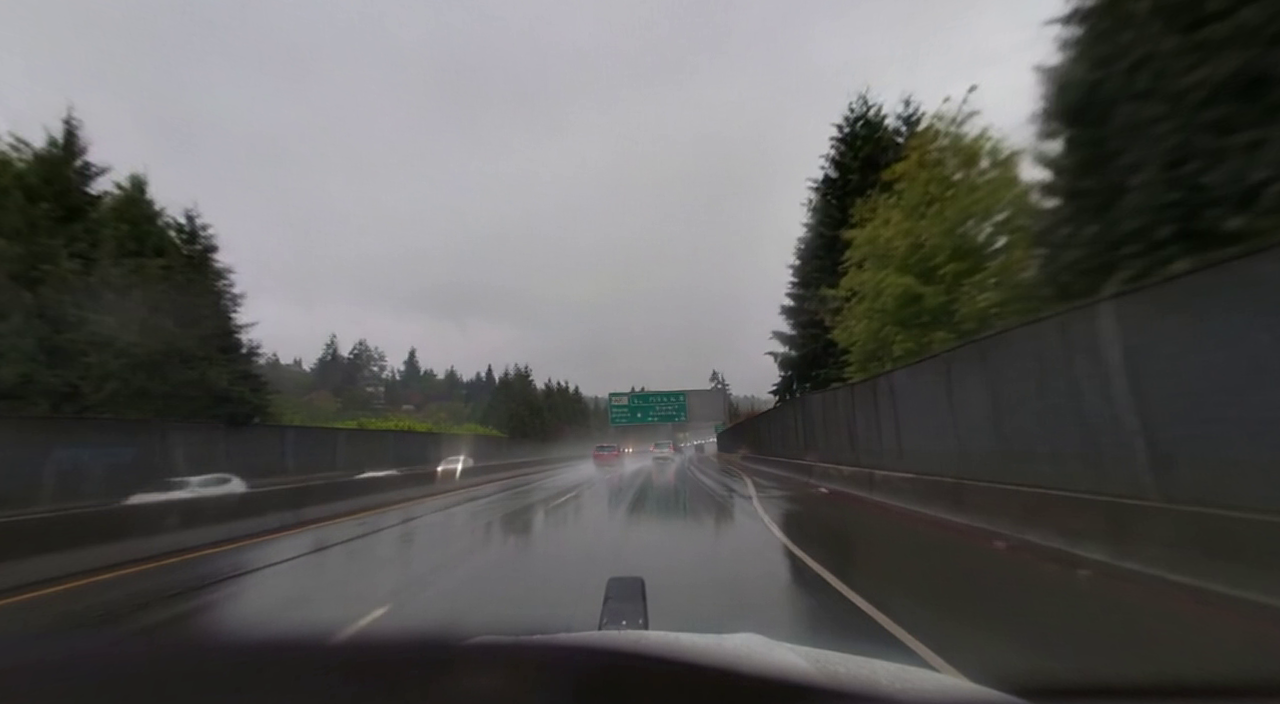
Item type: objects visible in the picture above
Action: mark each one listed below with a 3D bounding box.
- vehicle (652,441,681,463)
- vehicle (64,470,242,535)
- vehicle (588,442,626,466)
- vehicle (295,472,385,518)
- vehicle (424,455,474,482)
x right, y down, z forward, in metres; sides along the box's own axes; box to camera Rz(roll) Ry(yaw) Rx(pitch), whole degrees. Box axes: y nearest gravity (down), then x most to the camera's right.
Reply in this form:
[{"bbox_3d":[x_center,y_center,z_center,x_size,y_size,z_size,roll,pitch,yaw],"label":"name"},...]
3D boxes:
[{"bbox_3d":[2.040,7.506,47.351,2.077,1.533,3.854,-1,-8,3],"label":"vehicle"},{"bbox_3d":[-14.519,4.472,19.174,1.824,1.538,4.385,0,-8,1],"label":"vehicle"},{"bbox_3d":[-2.107,6.683,41.424,1.985,1.518,3.847,-1,-8,4],"label":"vehicle"},{"bbox_3d":[-10.498,5.008,22.272,1.457,1.317,3.296,-1,-8,1],"label":"vehicle"},{"bbox_3d":[-13.066,7.958,43.328,1.870,1.674,4.218,-1,-8,3],"label":"vehicle"}]
